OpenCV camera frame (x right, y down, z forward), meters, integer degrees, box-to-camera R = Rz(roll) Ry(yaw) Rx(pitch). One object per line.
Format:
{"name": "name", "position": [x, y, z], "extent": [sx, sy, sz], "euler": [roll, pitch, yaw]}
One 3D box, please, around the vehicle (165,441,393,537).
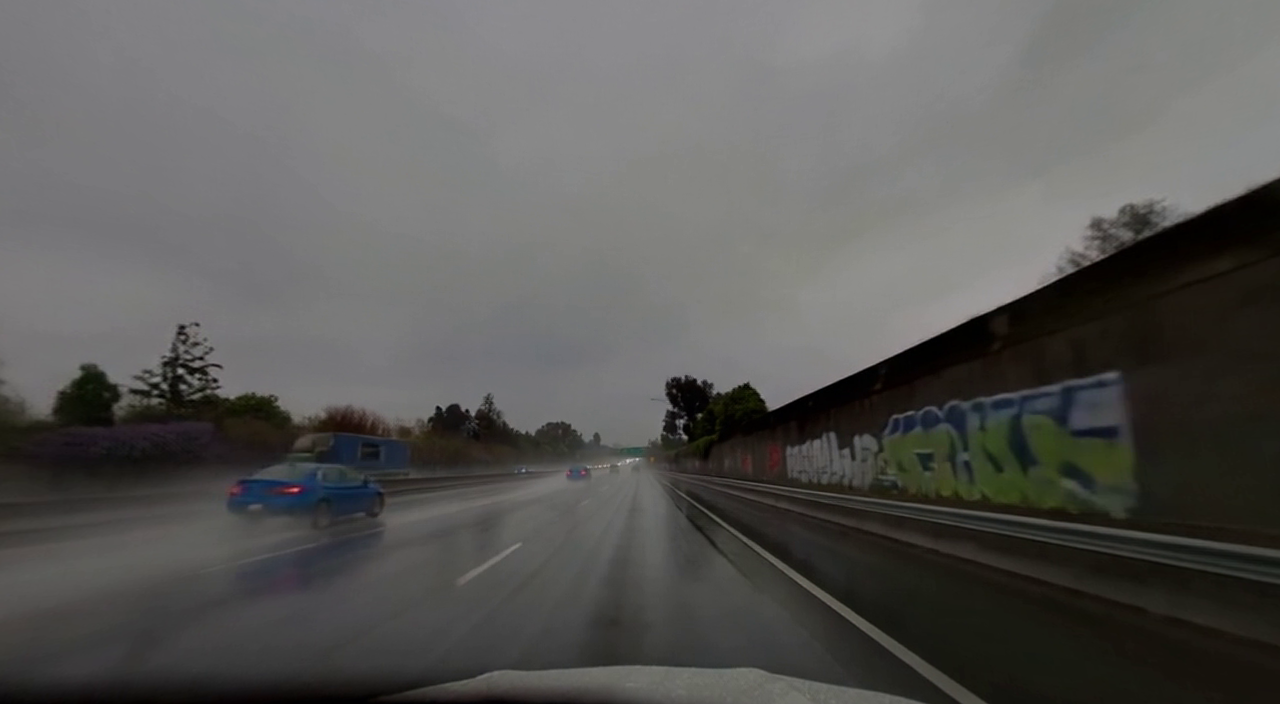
{"name": "vehicle", "position": [-7.191, 2.800, 13.276], "extent": [2.124, 1.630, 4.416], "euler": [1, -10, 0]}

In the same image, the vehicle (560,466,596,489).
{"name": "vehicle", "position": [-4.064, 8.288, 41.707], "extent": [1.941, 1.437, 3.829], "euler": [1, -10, 0]}
